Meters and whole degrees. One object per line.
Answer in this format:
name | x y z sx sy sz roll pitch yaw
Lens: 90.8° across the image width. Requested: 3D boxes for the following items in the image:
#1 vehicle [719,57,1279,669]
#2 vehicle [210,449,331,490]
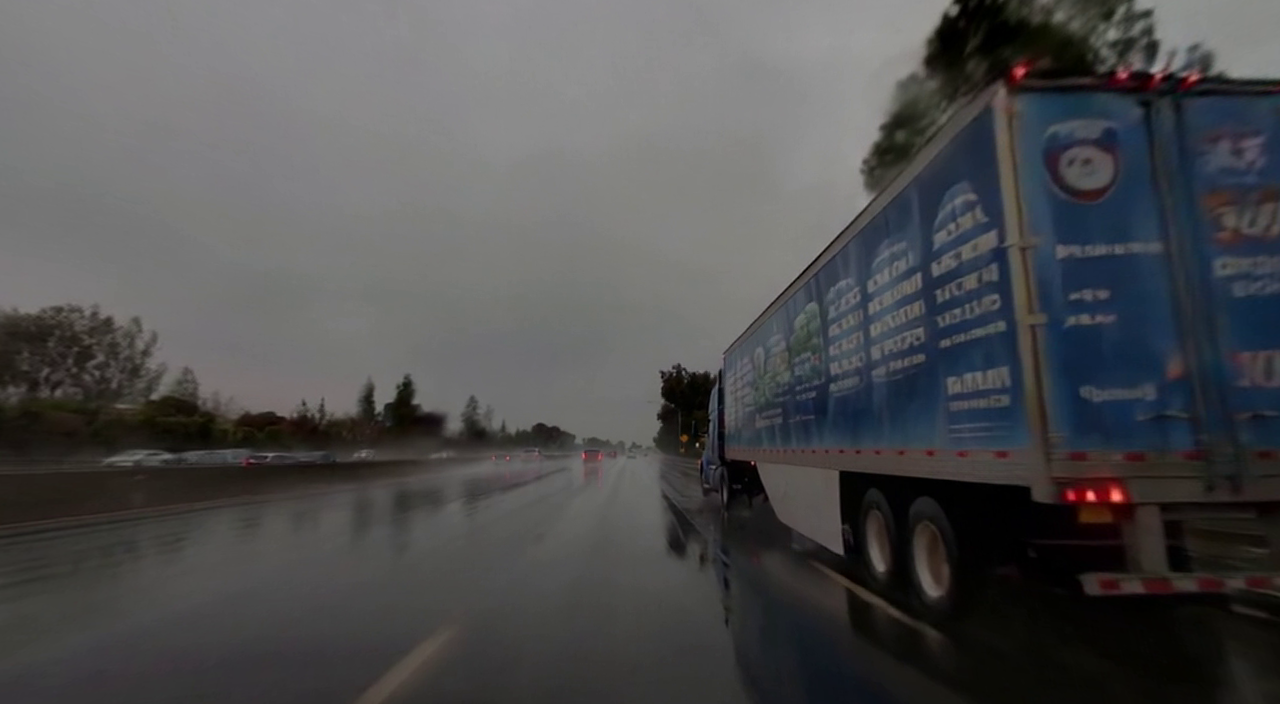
vehicle | 4.201 1.112 11.904 3.140 4.100 15.551 0 -9 -1
vehicle | -14.635 4.654 25.407 1.982 1.471 4.747 0 -9 0
